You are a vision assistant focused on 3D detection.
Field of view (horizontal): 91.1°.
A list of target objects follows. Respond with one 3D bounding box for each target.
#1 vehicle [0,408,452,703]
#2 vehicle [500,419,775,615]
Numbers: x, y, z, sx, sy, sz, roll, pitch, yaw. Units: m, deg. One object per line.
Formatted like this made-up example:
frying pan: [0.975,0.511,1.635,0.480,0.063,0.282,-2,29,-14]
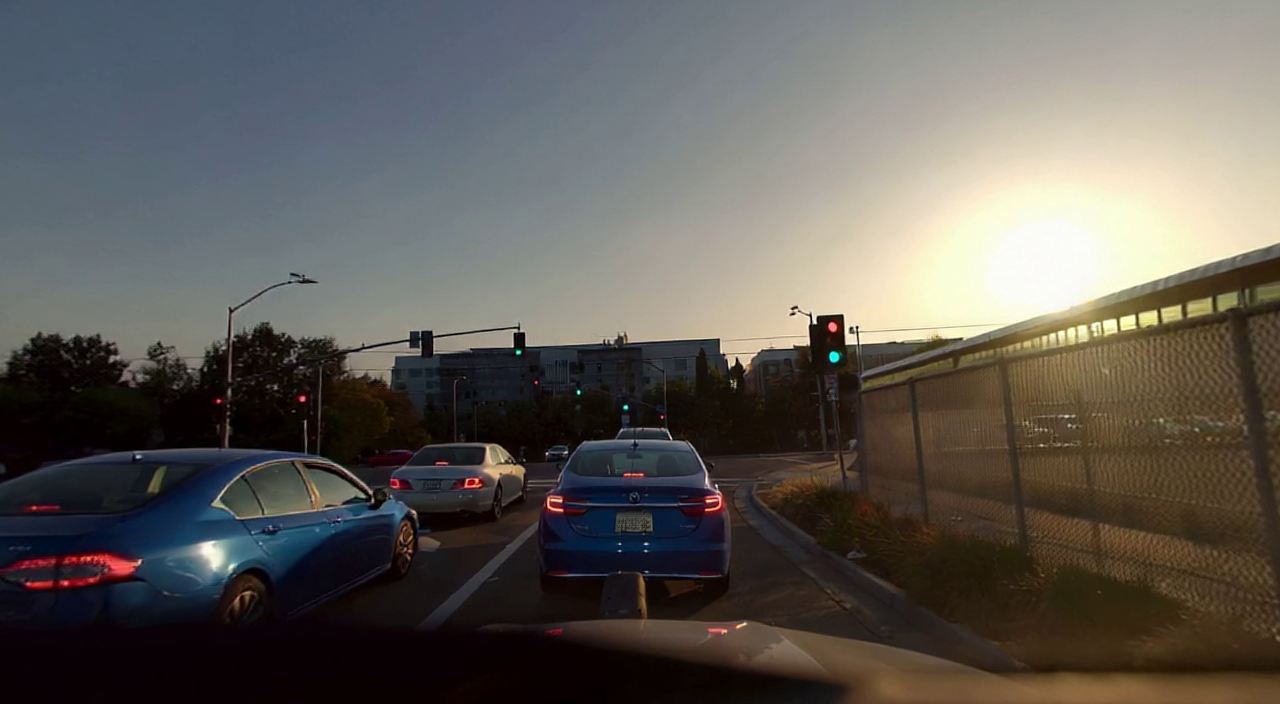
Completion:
vehicle: [-3.211,1.321,4.876,1.971,1.488,4.581,0,-9,1]
vehicle: [-0.016,1.600,7.008,2.144,1.514,4.063,0,-9,0]
